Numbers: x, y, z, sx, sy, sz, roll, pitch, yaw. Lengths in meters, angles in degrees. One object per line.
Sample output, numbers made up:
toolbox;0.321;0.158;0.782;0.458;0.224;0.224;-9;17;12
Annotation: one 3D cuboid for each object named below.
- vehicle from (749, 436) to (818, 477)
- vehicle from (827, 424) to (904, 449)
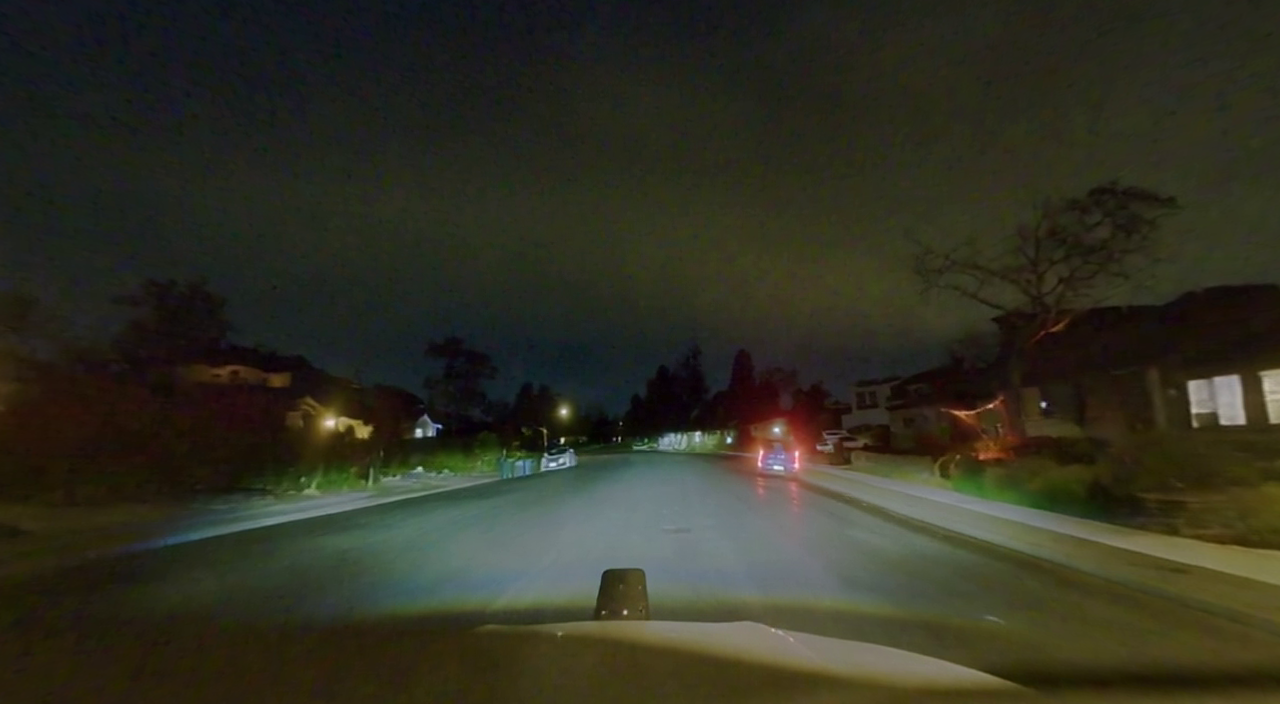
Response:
vehicle;5.621;4.138;25.198;2.129;1.490;4.369;-1;-8;6
vehicle;15.067;5.690;42.311;4.403;1.662;1.882;0;-8;-3
